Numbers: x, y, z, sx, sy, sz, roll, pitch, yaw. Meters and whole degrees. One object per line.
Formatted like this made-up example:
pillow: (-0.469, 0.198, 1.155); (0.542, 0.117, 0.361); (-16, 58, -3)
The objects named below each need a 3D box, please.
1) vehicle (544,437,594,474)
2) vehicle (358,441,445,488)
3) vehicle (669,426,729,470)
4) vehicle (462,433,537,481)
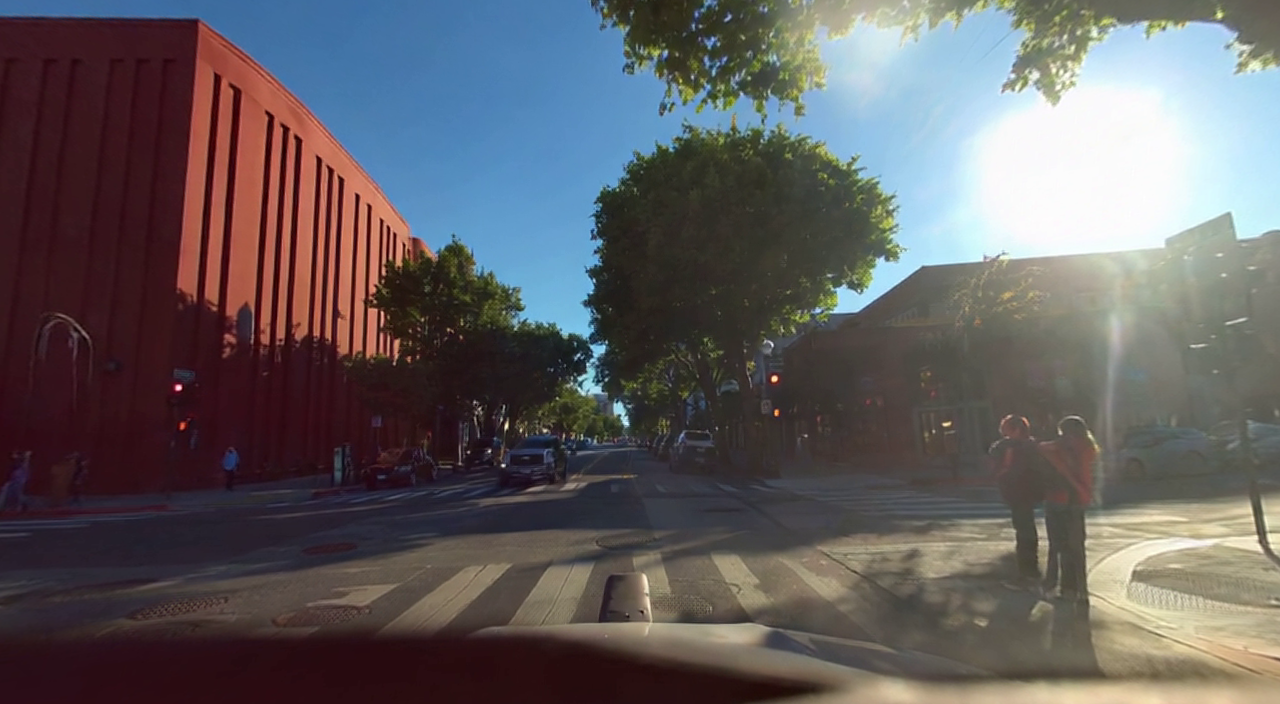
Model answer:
vehicle: (-3.288, 4.860, 29.808); (2.033, 1.596, 4.142); (0, -8, -2)
vehicle: (-9.911, 4.664, 26.620); (2.216, 1.804, 4.526); (1, -8, -5)
vehicle: (3.085, 5.178, 34.093); (2.557, 2.188, 5.164); (0, -8, -2)
vehicle: (-5.980, 4.509, 27.501); (2.242, 1.887, 4.924); (0, -8, -2)
